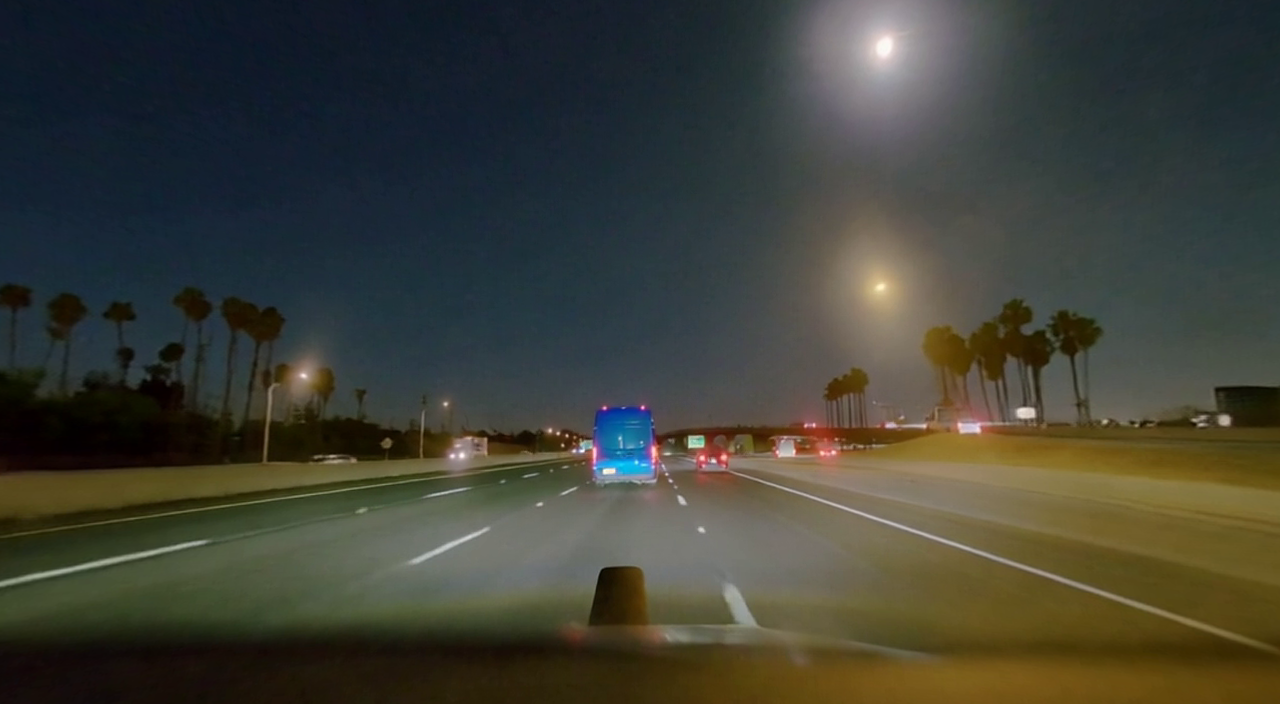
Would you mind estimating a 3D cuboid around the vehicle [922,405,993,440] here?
[{"bbox_3d":[22.830,5.173,45.431,2.445,2.240,5.659,-1,-9,4],"label":"vehicle"}]

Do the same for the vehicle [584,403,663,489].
[{"bbox_3d":[-0.444,3.491,23.277,2.476,2.776,5.598,-1,-9,3],"label":"vehicle"}]

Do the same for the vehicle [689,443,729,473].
[{"bbox_3d":[4.032,6.273,37.418,1.987,1.648,3.984,0,-9,1],"label":"vehicle"}]
